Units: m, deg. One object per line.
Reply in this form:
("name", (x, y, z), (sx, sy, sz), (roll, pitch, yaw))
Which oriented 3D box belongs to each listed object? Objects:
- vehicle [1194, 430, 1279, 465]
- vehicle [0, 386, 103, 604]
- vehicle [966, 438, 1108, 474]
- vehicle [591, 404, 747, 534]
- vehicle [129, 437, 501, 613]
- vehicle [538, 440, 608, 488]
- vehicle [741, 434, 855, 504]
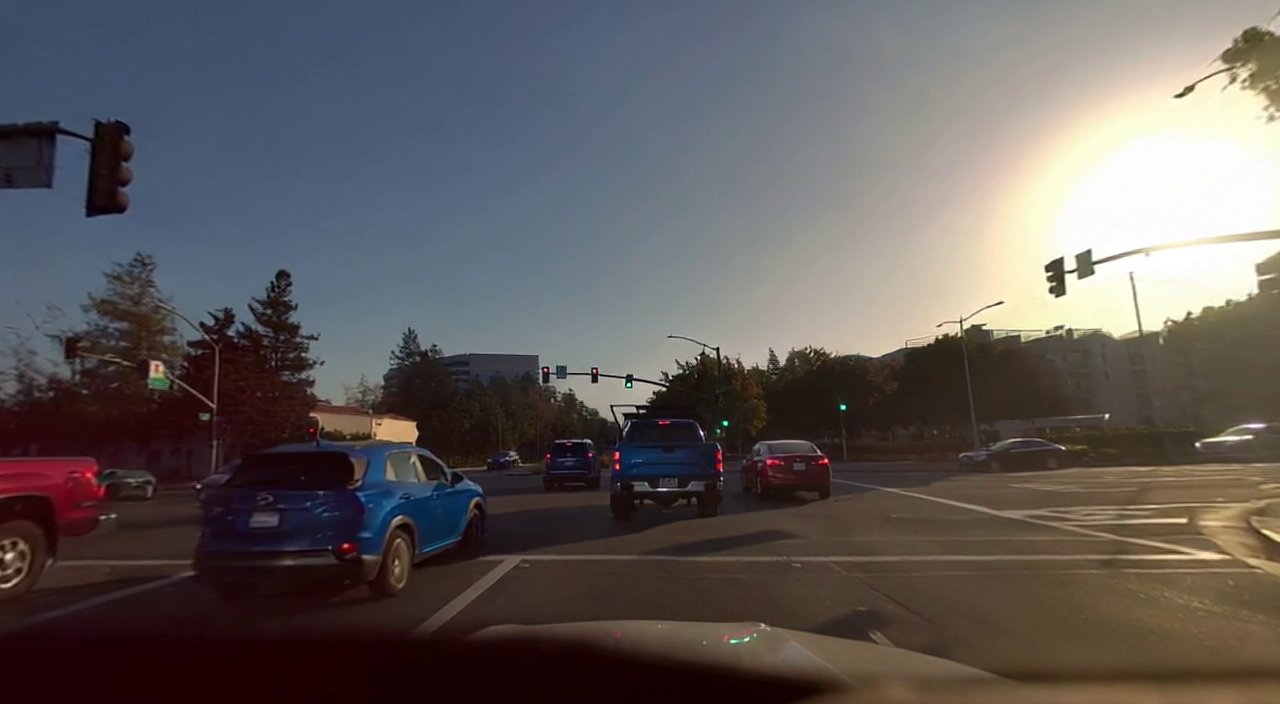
("vehicle", (27.527, 4.198, 27.607), (4.681, 1.458, 1.908), (0, -8, -1))
("vehicle", (-7.669, 1.126, 4.283), (2.530, 2.141, 6.143), (0, -8, 1))
("vehicle", (16.658, 4.375, 26.599), (4.809, 1.458, 1.842), (0, -8, -3))
("vehicle", (0.564, 2.237, 12.613), (2.505, 2.084, 4.768), (0, -8, 3))
("vehicle", (-3.314, 1.824, 7.783), (1.998, 1.481, 4.656), (0, -8, 2))
("vehicle", (-2.565, 4.446, 25.375), (2.125, 1.739, 4.707), (0, -8, 2))
("vehicle", (4.117, 3.112, 17.242), (1.984, 1.659, 4.226), (0, -8, -1))
